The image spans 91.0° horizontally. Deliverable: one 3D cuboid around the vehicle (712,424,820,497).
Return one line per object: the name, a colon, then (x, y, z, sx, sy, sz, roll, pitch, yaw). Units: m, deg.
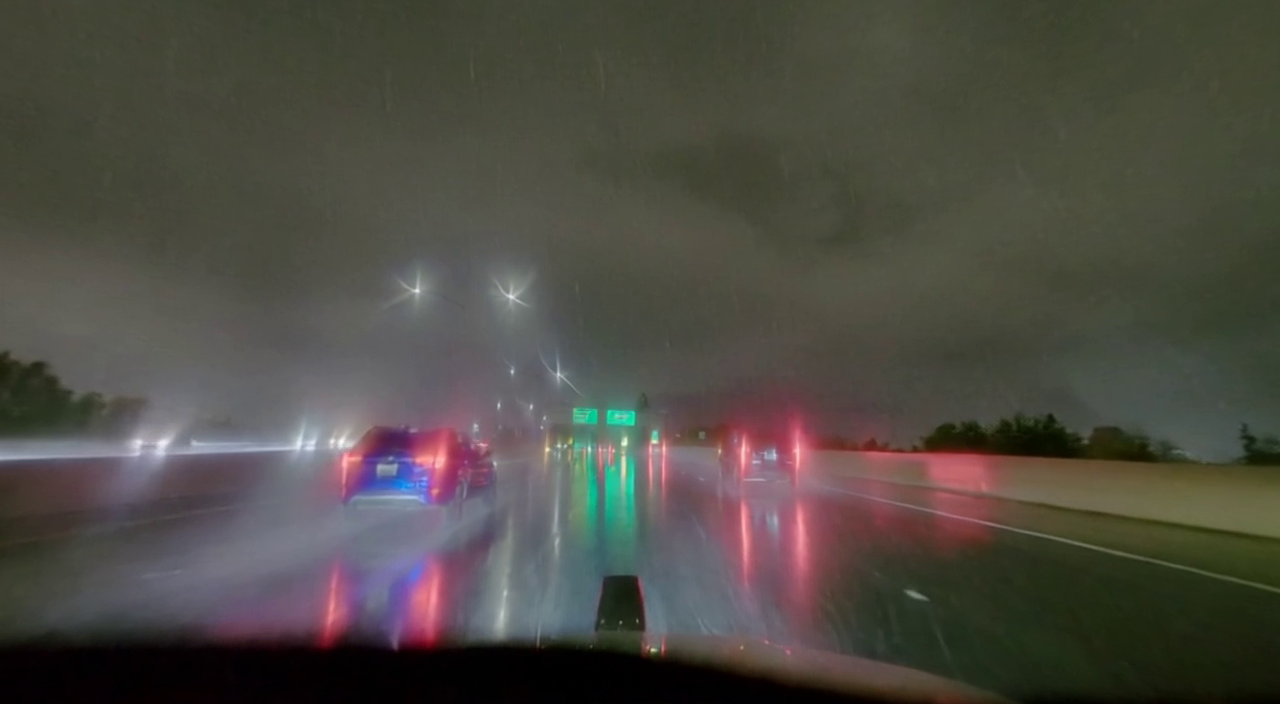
vehicle: (3.509, 3.142, 18.568, 2.153, 1.860, 4.689, 0, -8, -1)

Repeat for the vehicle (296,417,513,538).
vehicle: (-3.898, 2.168, 11.502, 2.214, 1.743, 4.465, 0, -8, 0)
